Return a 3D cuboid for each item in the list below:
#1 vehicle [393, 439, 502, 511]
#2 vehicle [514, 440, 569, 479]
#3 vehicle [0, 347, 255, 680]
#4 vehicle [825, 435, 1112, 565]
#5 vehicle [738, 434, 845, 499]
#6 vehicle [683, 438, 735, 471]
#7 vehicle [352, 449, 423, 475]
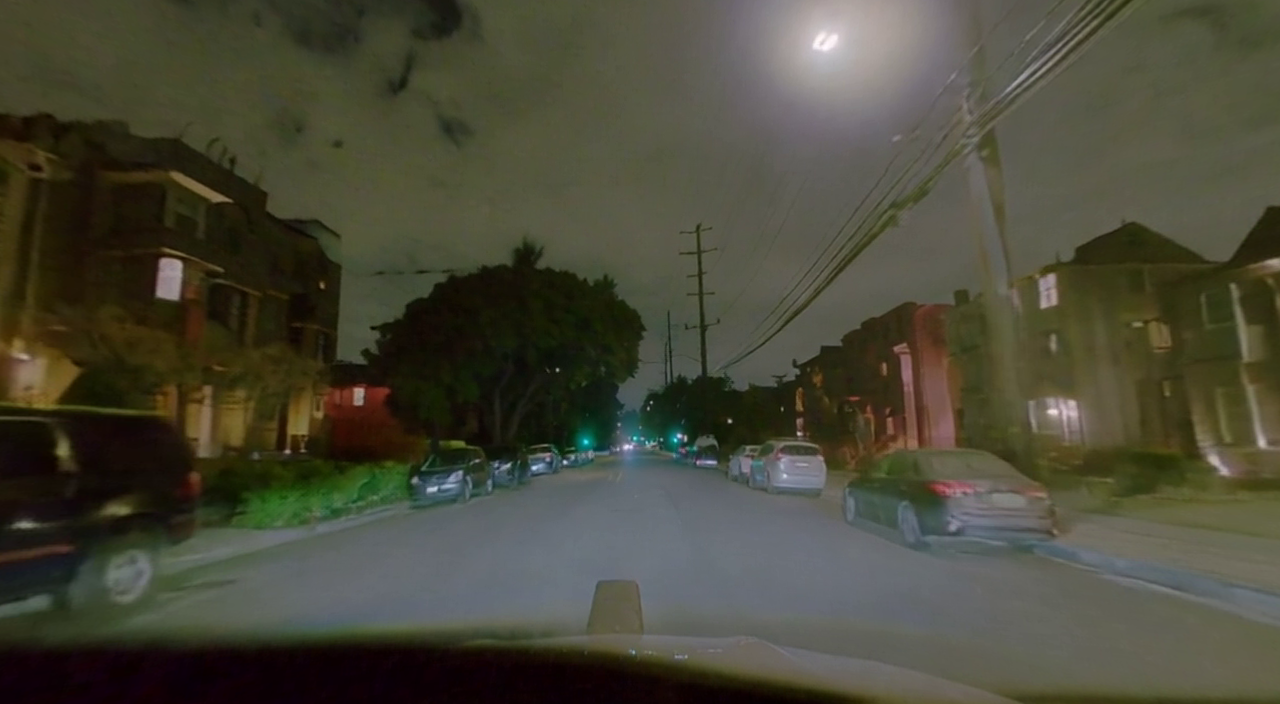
[{"bbox_3d":[-5.437,3.475,18.396,1.873,1.709,4.206,-4,-8,-1],"label":"vehicle"},{"bbox_3d":[-5.406,5.946,35.442,2.285,1.895,5.883,-3,-8,-2],"label":"vehicle"},{"bbox_3d":[-5.274,1.067,3.993,2.242,2.135,5.566,-2,-8,-1],"label":"vehicle"},{"bbox_3d":[4.334,1.985,9.320,1.893,1.437,4.369,0,-8,0],"label":"vehicle"},{"bbox_3d":[4.178,3.244,18.290,1.979,1.620,4.684,0,-8,1],"label":"vehicle"},{"bbox_3d":[4.109,6.236,38.688,2.279,1.848,5.577,0,-9,-3],"label":"vehicle"},{"bbox_3d":[-17.611,7.656,44.260,4.184,1.620,1.852,-2,-8,1],"label":"vehicle"}]
